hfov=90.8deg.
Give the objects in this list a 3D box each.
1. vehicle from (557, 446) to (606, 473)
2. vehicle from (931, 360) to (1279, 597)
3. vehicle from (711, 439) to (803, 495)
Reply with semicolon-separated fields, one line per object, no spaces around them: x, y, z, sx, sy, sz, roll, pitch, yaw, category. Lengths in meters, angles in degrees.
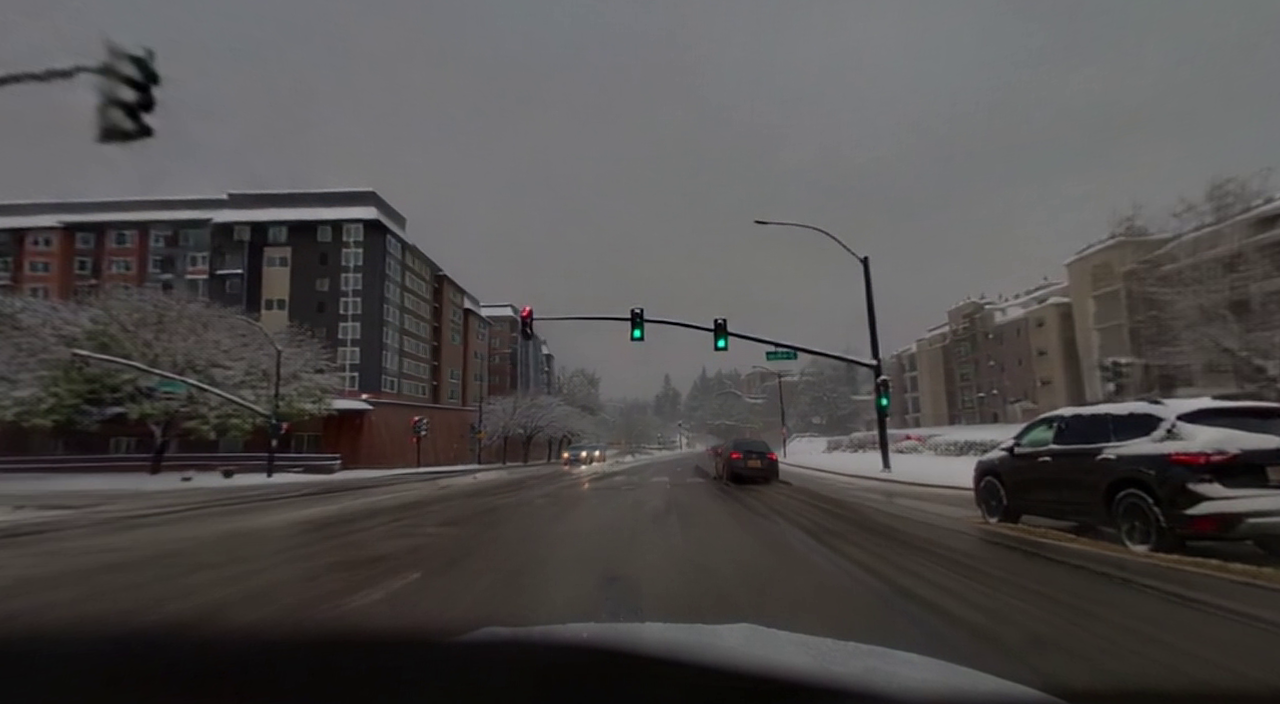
-3.475;6.471;38.280;2.032;1.484;4.437;-1;-9;7;vehicle
6.432;1.512;8.315;2.427;2.017;5.763;0;-9;0;vehicle
3.446;3.482;19.472;2.003;1.480;4.494;0;-9;1;vehicle
